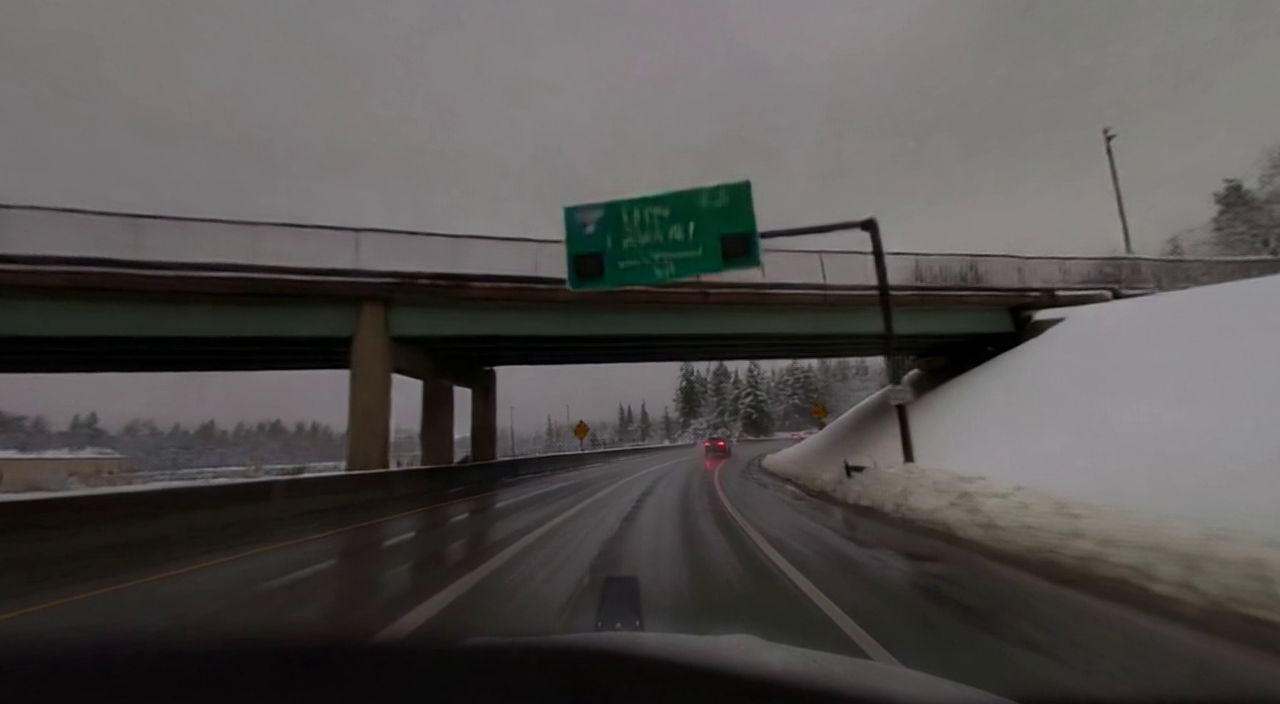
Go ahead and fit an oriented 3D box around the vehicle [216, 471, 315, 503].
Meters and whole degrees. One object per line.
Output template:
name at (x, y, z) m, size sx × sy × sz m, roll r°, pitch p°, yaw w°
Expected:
vehicle at (-21.075, 7.558, 35.526) m, size 4.374 × 1.541 × 1.860 m, roll 8°, pitch -12°, yaw -41°
